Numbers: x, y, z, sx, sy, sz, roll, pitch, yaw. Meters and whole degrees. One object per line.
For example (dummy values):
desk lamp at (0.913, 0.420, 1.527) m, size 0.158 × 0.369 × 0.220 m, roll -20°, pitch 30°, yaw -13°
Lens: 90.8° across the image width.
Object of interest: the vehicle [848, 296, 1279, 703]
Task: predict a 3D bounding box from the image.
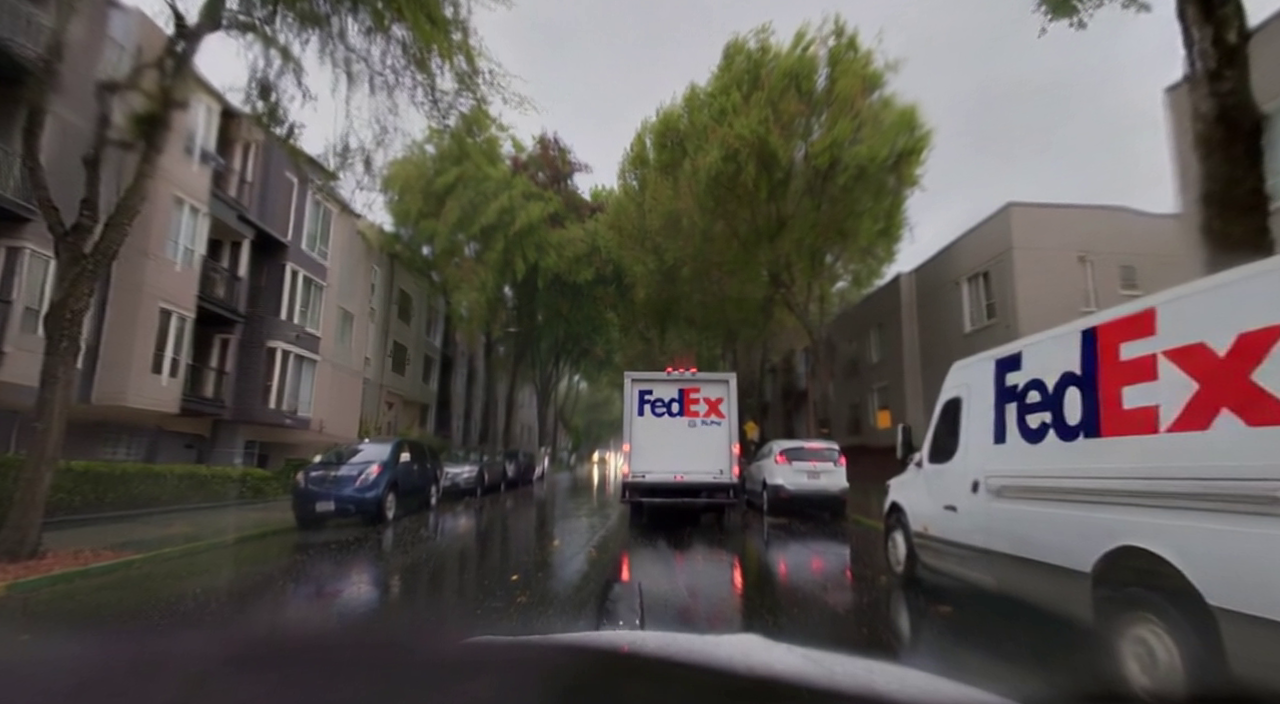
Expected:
vehicle at (3.569, 1.127, 4.668) m, size 2.221 × 1.991 × 5.564 m, roll 0°, pitch -8°, yaw 1°

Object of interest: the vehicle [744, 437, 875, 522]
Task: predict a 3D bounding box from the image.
vehicle at (3.587, 2.740, 14.132) m, size 1.868 × 1.623 × 3.815 m, roll 0°, pitch -8°, yaw 0°

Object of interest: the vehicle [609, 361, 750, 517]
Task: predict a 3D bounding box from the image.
vehicle at (0.784, 2.396, 17.361) m, size 2.930 × 3.275 × 8.180 m, roll 0°, pitch -8°, yaw -1°

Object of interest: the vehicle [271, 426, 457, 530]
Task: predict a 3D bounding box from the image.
vehicle at (-5.714, 2.645, 13.919) m, size 2.020 × 1.867 × 4.654 m, roll 0°, pitch -8°, yaw -1°
